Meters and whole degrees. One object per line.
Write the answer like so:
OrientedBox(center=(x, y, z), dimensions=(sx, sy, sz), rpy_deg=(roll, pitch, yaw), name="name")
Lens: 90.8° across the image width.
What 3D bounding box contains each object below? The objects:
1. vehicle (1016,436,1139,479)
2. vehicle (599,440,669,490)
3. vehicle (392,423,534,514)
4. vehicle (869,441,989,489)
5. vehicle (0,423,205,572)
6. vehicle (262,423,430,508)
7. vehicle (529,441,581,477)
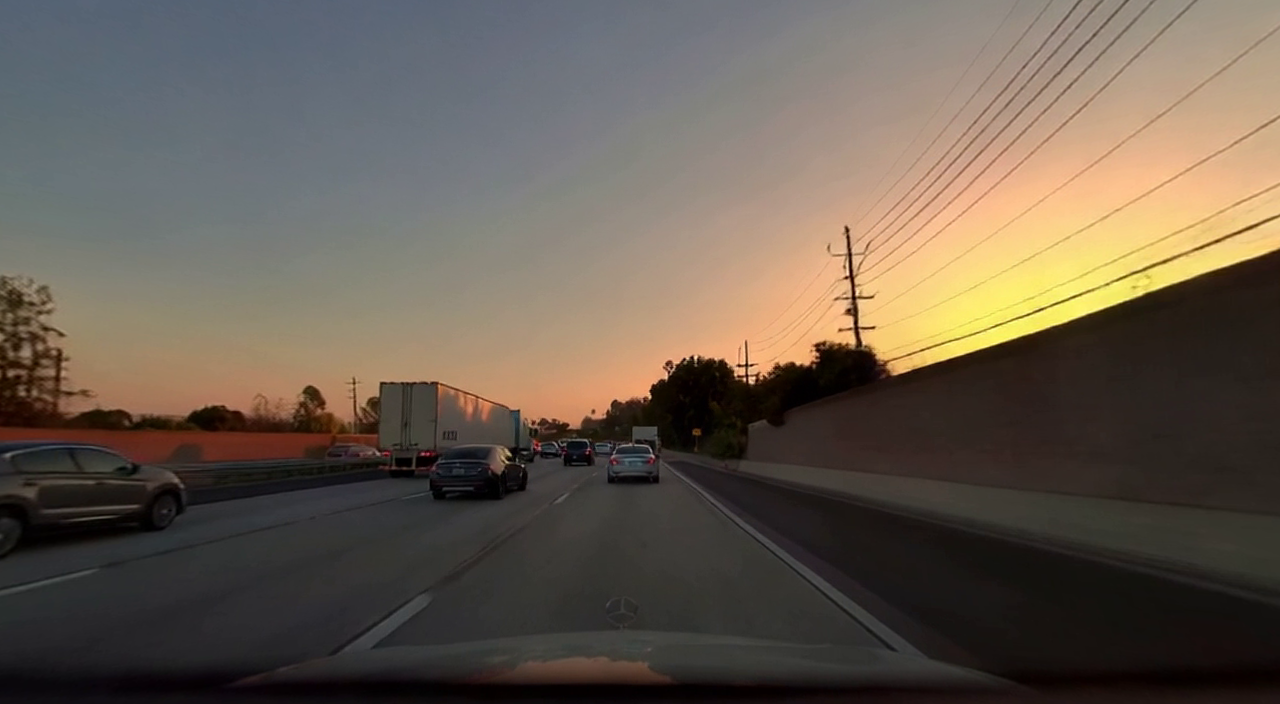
OrientedBox(center=(17.766, 4.297, 25.982), dimensions=(1.936, 1.591, 4.362), rpy_deg=(0, -9, 0), name="vehicle")
OrientedBox(center=(-0.196, 3.677, 20.929), dimensions=(2.089, 1.477, 3.818), rpy_deg=(0, -8, 0), name="vehicle")
OrientedBox(center=(-3.742, 2.554, 14.275), dimensions=(1.923, 1.716, 4.289), rpy_deg=(0, -8, 1), name="vehicle")
OrientedBox(center=(10.077, 3.953, 22.525), dimensions=(1.974, 1.495, 4.734), rpy_deg=(0, -9, -1), name="vehicle")
OrientedBox(center=(-7.647, 1.578, 7.053), dimensions=(2.165, 1.511, 4.810), rpy_deg=(0, -8, 0), name="vehicle")
OrientedBox(center=(-6.926, 2.721, 15.527), dimensions=(2.027, 1.762, 4.386), rpy_deg=(0, -9, 0), name="vehicle")
OrientedBox(center=(-3.848, 4.890, 29.125), dimensions=(1.870, 1.485, 4.304), rpy_deg=(0, -8, -1), name="vehicle")
